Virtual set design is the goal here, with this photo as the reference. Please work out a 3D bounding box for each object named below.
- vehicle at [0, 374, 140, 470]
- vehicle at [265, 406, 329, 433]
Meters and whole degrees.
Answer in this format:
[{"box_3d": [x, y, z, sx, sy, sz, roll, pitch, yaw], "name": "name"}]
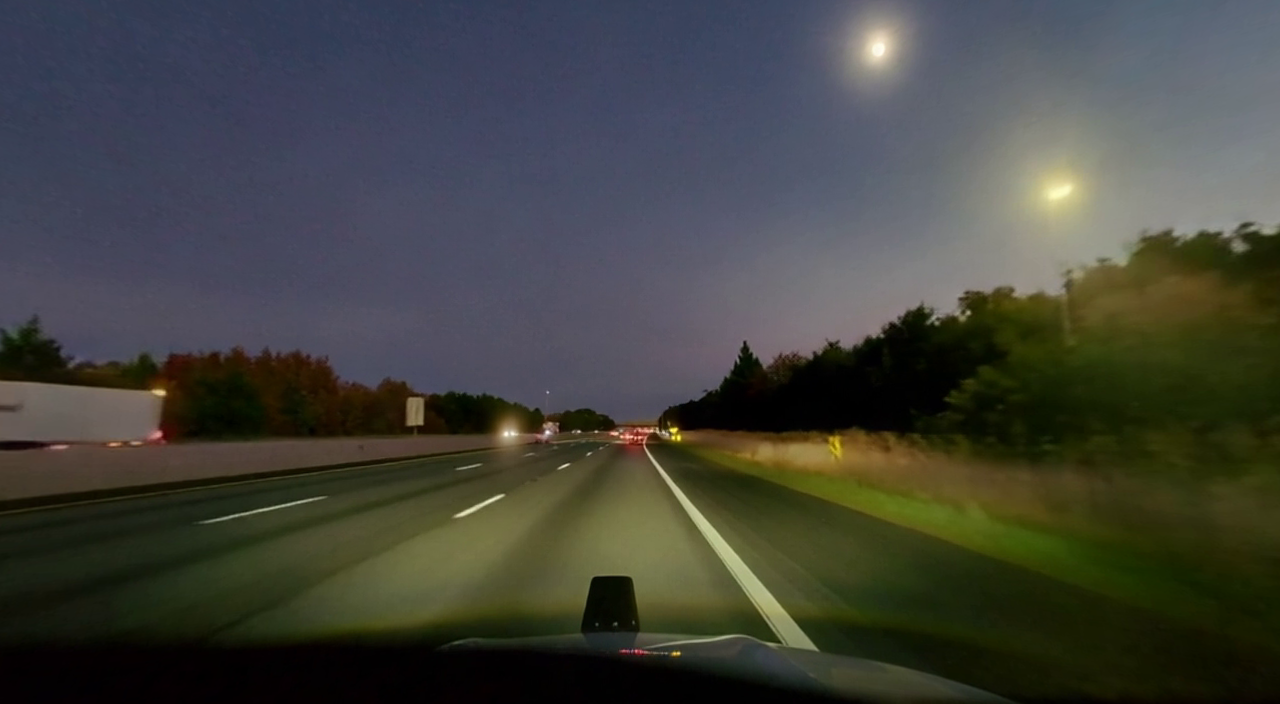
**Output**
[{"box_3d": [-24.317, 2.651, 23.535, 2.715, 3.424, 10.329, 0, -8, -1], "name": "vehicle"}, {"box_3d": [-20.770, 4.137, 38.216, 1.694, 1.520, 3.886, 0, -8, 0], "name": "vehicle"}]
